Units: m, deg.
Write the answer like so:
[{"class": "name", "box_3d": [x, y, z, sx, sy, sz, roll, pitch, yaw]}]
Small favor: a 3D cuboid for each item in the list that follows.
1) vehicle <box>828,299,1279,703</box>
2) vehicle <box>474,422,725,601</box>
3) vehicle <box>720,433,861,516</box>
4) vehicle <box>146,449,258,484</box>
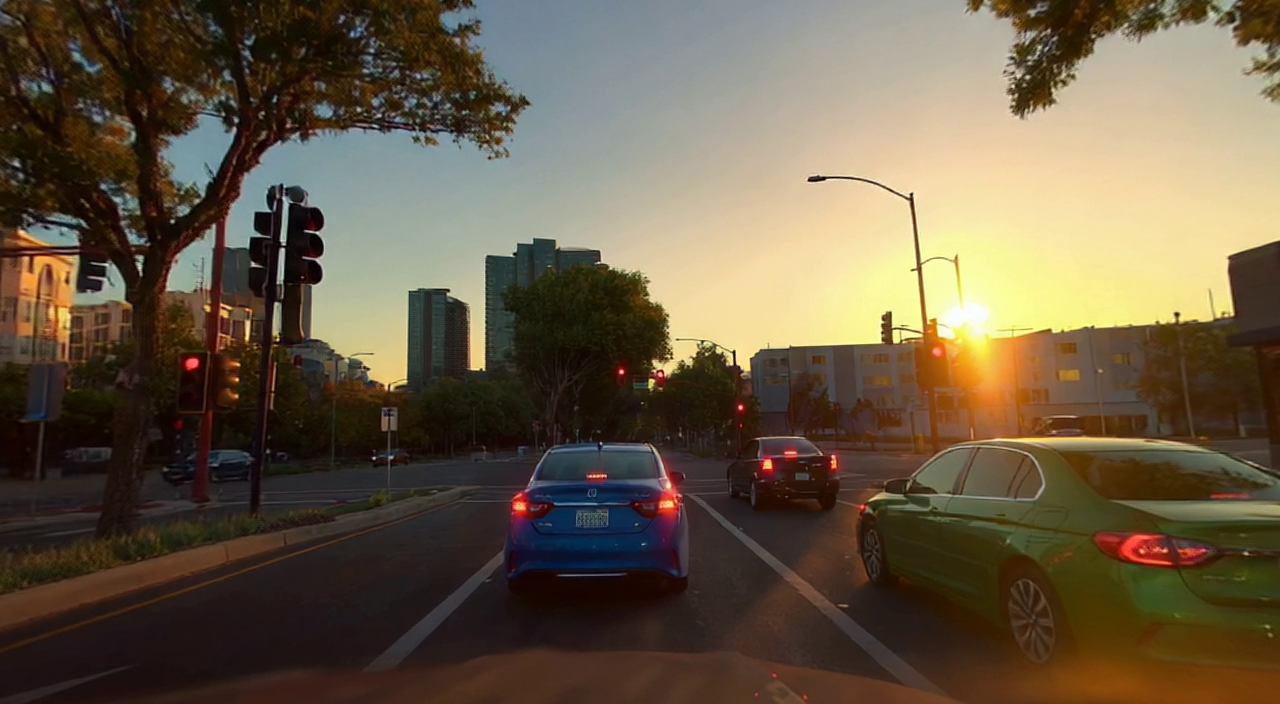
[{"class": "vehicle", "box_3d": [3.589, 1.107, 5.063, 2.572, 1.945, 5.065, 0, -8, 0]}, {"class": "vehicle", "box_3d": [-0.365, 1.656, 7.416, 2.143, 1.520, 3.848, 0, -8, -1]}, {"class": "vehicle", "box_3d": [3.159, 2.676, 14.379, 2.026, 1.549, 4.559, 0, -8, -1]}, {"class": "vehicle", "box_3d": [-21.563, 5.633, 31.383, 2.091, 1.534, 4.846, 0, -8, 0]}]
